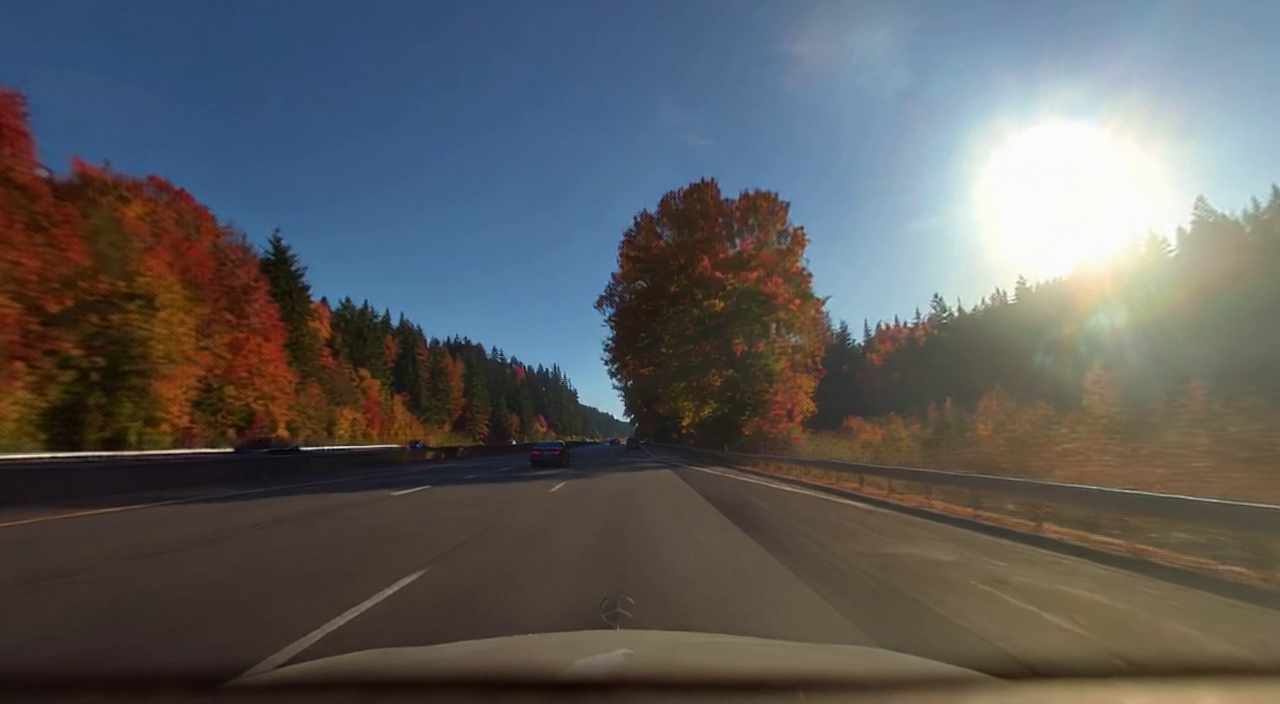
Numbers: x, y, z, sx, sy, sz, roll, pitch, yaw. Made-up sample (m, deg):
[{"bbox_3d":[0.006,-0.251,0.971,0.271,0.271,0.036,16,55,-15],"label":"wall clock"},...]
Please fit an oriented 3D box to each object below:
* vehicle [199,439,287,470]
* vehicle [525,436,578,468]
[{"bbox_3d":[-21.074,5.411,33.607,1.840,1.499,4.295,0,-8,1],"label":"vehicle"},{"bbox_3d":[-4.403,5.052,31.980,2.004,1.497,4.260,0,-8,1],"label":"vehicle"}]
